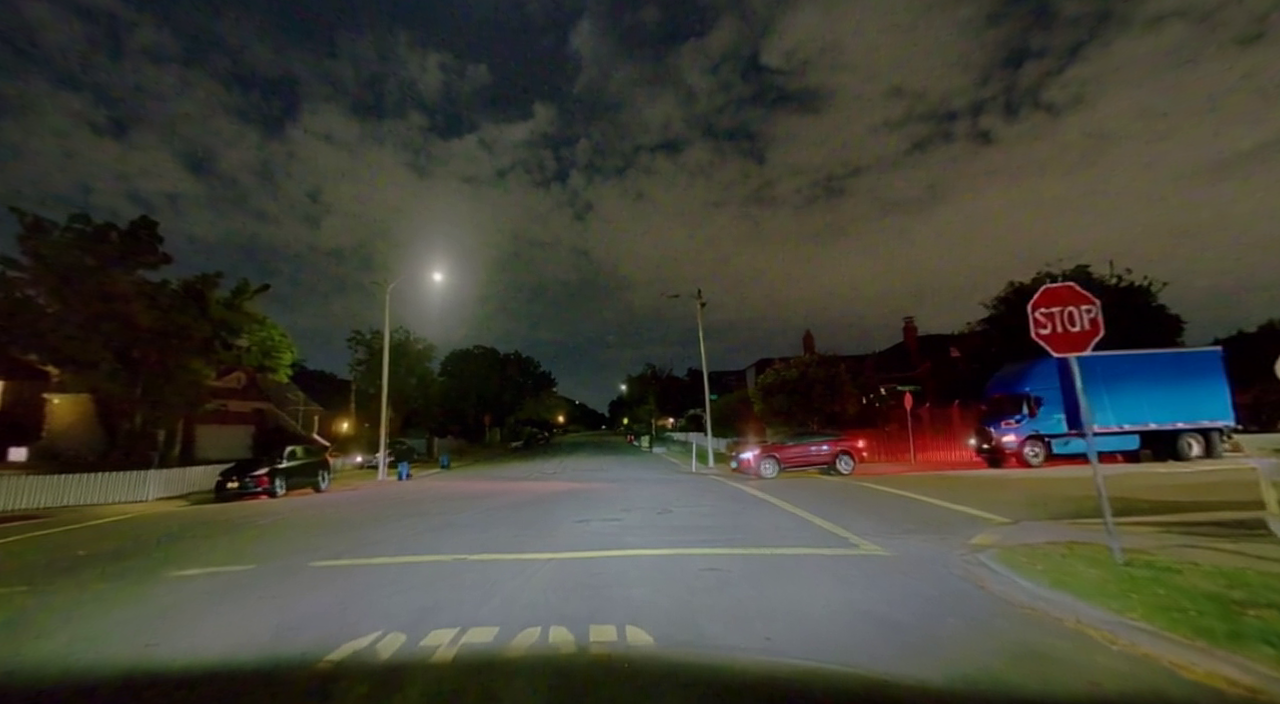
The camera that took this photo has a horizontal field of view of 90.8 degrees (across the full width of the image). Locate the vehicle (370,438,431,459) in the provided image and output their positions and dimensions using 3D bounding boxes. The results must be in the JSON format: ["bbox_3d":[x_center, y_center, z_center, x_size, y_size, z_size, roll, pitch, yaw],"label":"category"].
[{"bbox_3d":[-17.416,7.051,46.160,3.911,1.515,1.802,2,-9,-14],"label":"vehicle"}]

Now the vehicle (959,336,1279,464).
[{"bbox_3d":[14.309,1.523,18.936,7.759,3.523,2.930,0,-9,-1],"label":"vehicle"}]

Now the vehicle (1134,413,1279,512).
[{"bbox_3d":[11.563,1.867,10.893,4.488,1.507,1.954,0,-8,-3],"label":"vehicle"}]

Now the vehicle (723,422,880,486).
[{"bbox_3d":[4.629,2.949,18.468,3.867,1.710,2.107,1,-9,-10],"label":"vehicle"}]
